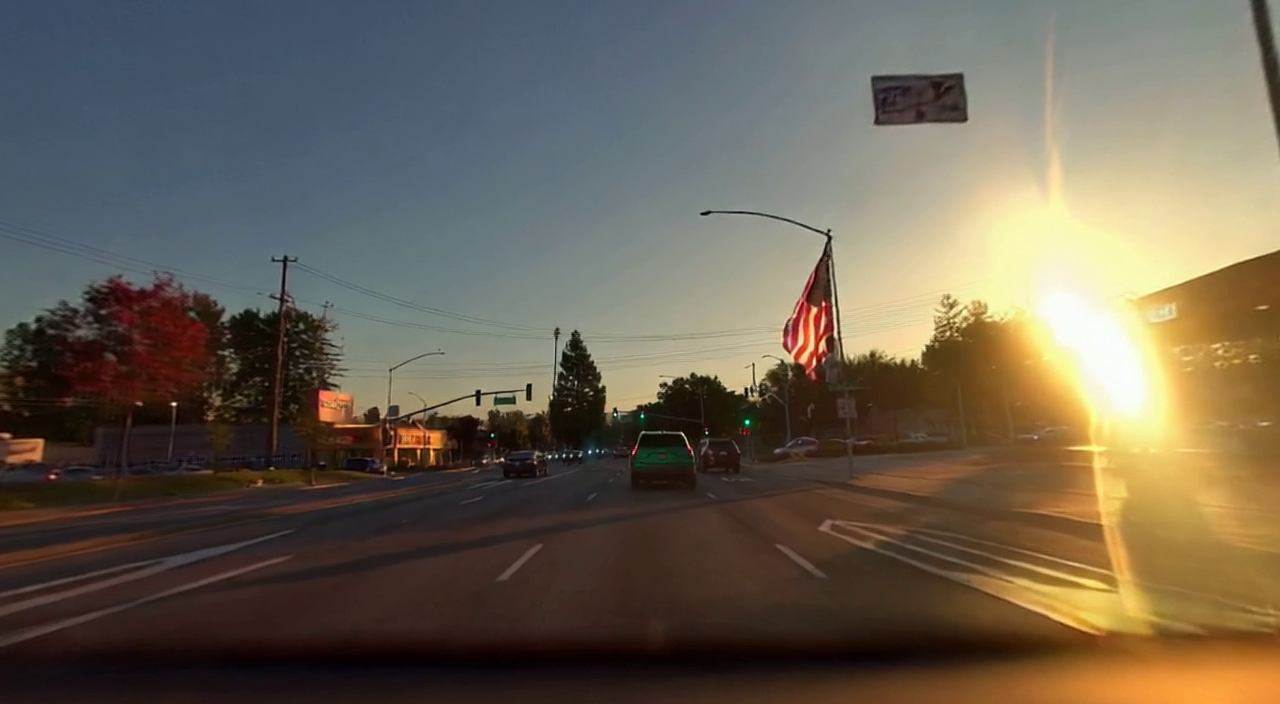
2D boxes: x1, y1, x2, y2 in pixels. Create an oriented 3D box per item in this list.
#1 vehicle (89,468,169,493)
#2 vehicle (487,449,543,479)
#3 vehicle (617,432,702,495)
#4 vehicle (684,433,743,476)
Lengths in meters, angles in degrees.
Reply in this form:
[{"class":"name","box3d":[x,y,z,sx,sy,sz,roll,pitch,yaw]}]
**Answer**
[{"class":"vehicle","box3d":[-34.397,8.628,42.447,4.542,1.475,1.903,-3,-9,18]},{"class":"vehicle","box3d":[-6.491,5.855,33.243,1.966,1.461,4.422,0,-9,1]},{"class":"vehicle","box3d":[0.568,3.719,21.455,2.513,1.854,5.235,0,-9,0]},{"class":"vehicle","box3d":[3.916,5.626,34.715,2.452,2.148,5.877,0,-9,-1]}]
